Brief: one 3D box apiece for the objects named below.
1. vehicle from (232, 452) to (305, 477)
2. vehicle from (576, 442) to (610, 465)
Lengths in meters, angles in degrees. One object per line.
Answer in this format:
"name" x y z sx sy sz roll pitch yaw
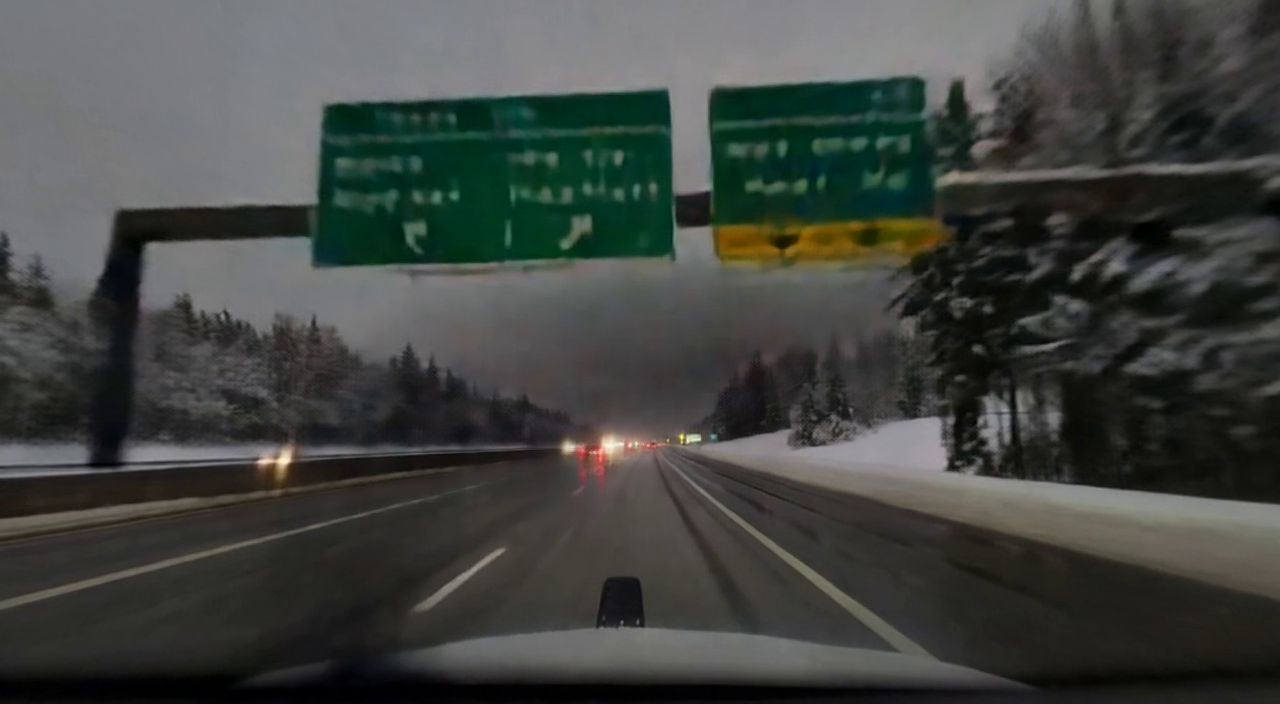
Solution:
"vehicle" -23.180 7.010 39.568 1.784 1.468 4.487 0 -9 1
"vehicle" -3.282 7.216 44.813 1.979 1.521 4.147 0 -9 1
